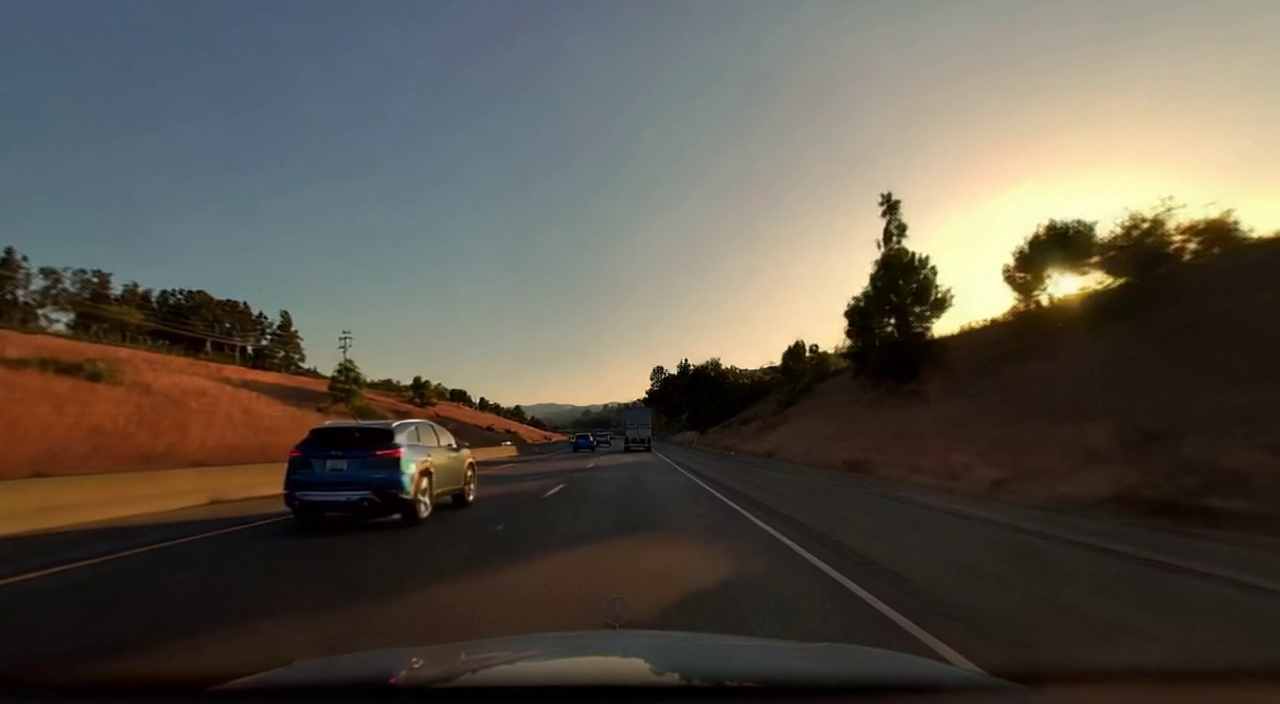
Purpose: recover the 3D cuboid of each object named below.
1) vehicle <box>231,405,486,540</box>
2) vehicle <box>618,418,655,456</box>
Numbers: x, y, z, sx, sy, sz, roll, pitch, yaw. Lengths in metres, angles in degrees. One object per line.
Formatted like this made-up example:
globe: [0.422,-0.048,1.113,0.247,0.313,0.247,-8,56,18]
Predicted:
vehicle: [-4.006,1.780,9.980,2.045,1.655,4.301,0,-8,0]
vehicle: [-0.278,6.112,45.190,2.526,2.531,5.026,0,-8,-1]
